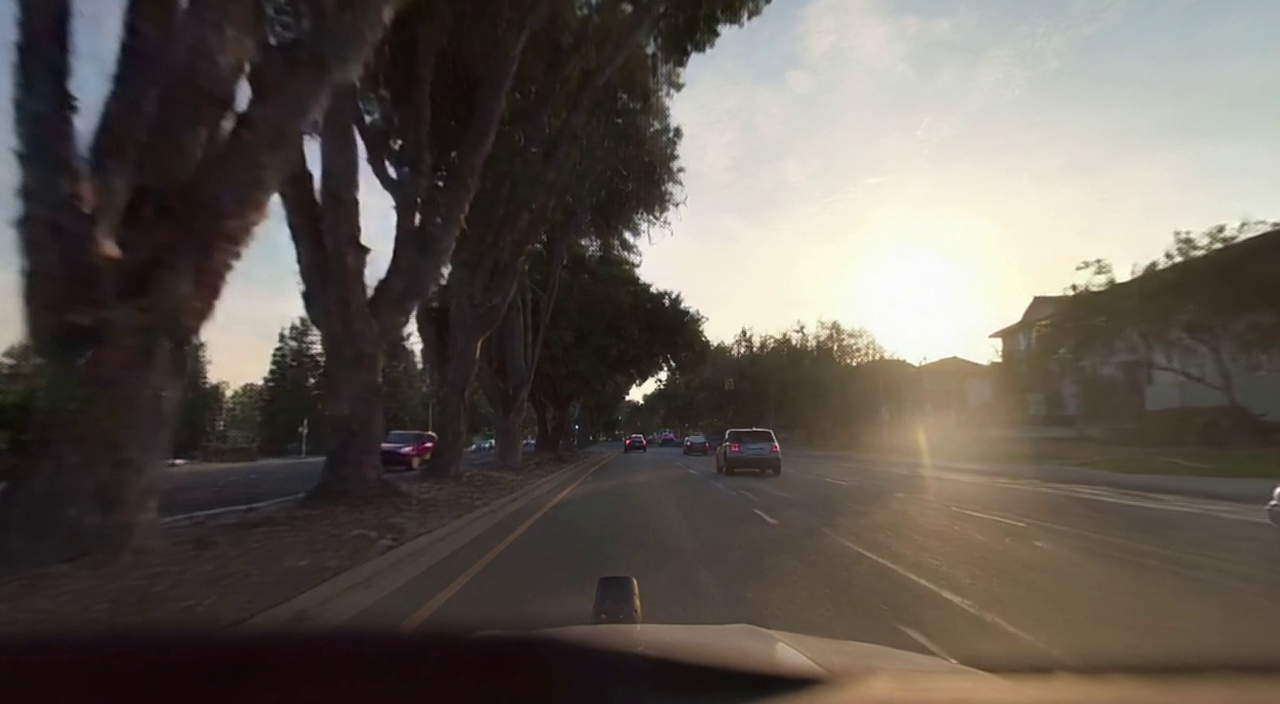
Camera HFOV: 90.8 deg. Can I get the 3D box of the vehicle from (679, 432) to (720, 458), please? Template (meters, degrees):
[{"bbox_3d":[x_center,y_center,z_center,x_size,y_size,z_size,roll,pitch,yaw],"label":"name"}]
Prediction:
[{"bbox_3d":[3.599,5.719,38.845,2.064,1.474,4.389,0,-8,-1],"label":"vehicle"}]

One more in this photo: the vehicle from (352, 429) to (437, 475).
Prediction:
[{"bbox_3d":[-9.995,4.096,26.134,2.058,1.716,4.266,1,-8,-4],"label":"vehicle"}]

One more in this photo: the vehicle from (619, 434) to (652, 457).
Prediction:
[{"bbox_3d":[-0.293,5.990,40.541,1.988,1.418,4.214,0,-8,-1],"label":"vehicle"}]

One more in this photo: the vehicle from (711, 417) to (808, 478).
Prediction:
[{"bbox_3d":[3.876,3.233,21.456,2.209,1.813,4.724,0,-8,-2],"label":"vehicle"}]
